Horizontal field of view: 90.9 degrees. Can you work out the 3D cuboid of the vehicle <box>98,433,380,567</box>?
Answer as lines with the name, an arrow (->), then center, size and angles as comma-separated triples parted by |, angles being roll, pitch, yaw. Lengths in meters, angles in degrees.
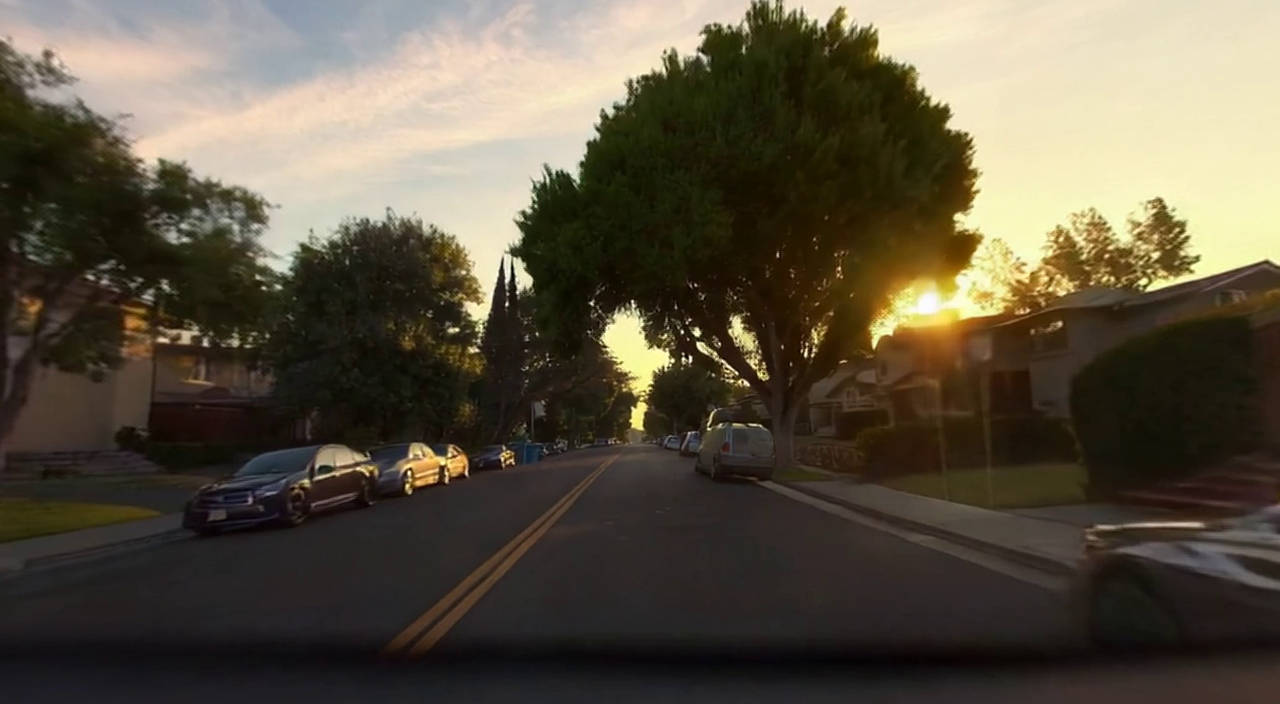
vehicle -> -6.294, 2.262, 10.730 | 1.901, 1.472, 4.676 | -2, -5, -2

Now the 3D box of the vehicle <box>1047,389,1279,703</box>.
vehicle -> 3.159, 0.724, 1.046 | 1.916, 1.484, 4.638 | 0, -8, 1

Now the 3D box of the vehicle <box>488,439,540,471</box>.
vehicle -> -6.355, 5.227, 32.265 | 1.921, 1.470, 4.068 | 0, -8, -2

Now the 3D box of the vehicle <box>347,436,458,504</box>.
vehicle -> -6.236, 3.077, 16.929 | 1.758, 1.519, 3.396 | -3, -7, -2

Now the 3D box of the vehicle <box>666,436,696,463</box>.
vehicle -> 3.026, 7.297, 47.459 | 1.965, 1.855, 4.677 | 0, -8, 0

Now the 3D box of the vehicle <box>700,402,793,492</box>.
vehicle -> 3.269, 3.010, 20.377 | 2.215, 2.542, 4.550 | -1, -7, 1

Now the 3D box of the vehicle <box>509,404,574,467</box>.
vehicle -> -6.198, 5.428, 41.047 | 2.896, 3.648, 8.004 | 0, -8, 0
